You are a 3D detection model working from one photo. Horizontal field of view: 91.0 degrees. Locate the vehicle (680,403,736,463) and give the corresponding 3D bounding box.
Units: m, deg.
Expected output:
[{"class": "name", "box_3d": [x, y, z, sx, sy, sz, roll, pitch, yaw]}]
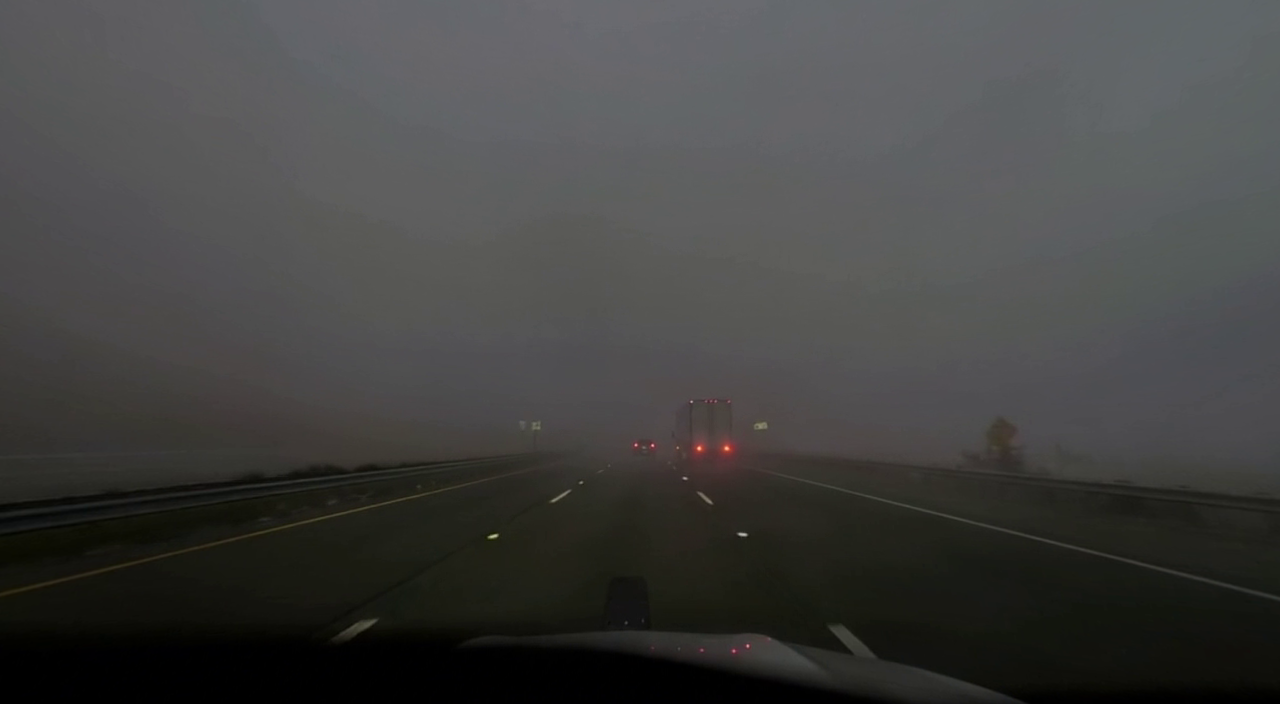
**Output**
[{"class": "vehicle", "box_3d": [4.854, 6.077, 46.634, 3.208, 3.950, 8.714, 0, -8, 0]}]
